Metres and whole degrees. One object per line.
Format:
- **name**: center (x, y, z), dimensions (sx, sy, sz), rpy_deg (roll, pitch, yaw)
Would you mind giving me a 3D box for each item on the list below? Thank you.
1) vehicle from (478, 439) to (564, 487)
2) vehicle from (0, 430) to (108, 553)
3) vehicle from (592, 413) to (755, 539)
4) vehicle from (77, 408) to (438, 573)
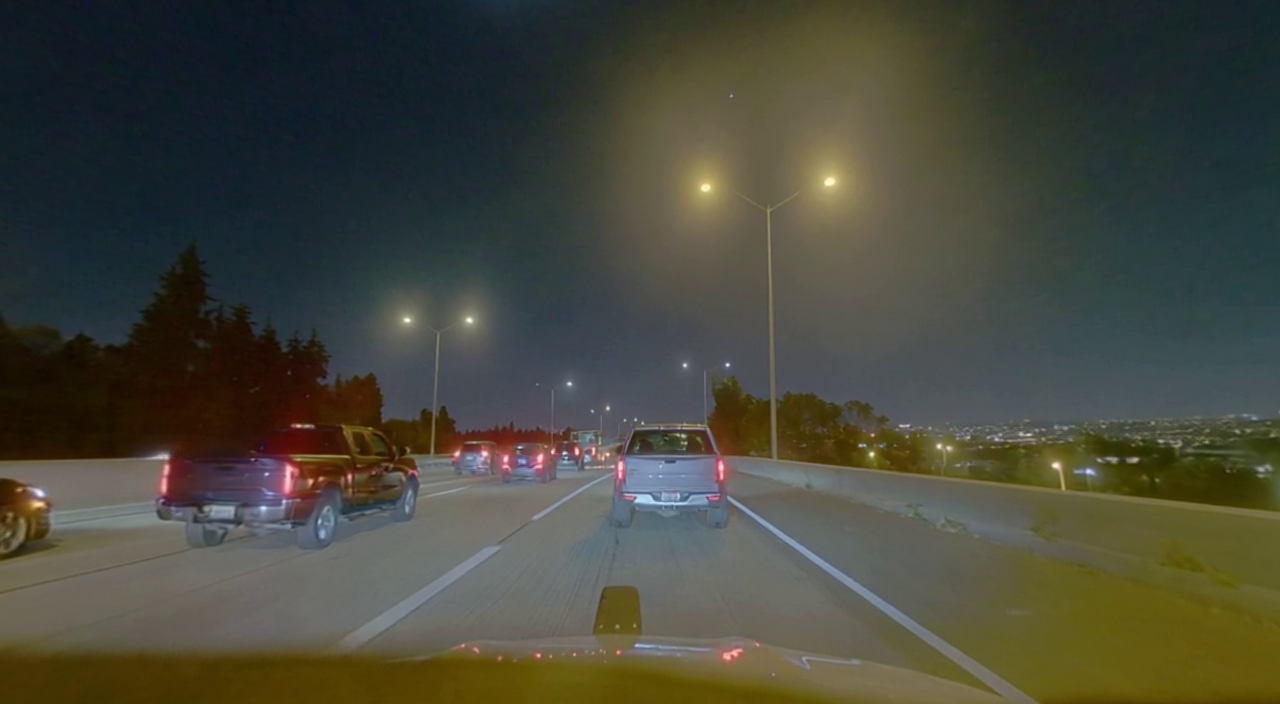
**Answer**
- **vehicle**: center (-3.943, 3.741, 21.656), dimensions (1.868, 1.470, 4.105), rpy_deg (-1, -9, 4)
- **vehicle**: center (-8.917, 1.618, 7.067), dimensions (1.892, 1.498, 4.417), rpy_deg (-1, -9, 3)
- **vehicle**: center (0.520, 2.050, 10.983), dimensions (2.235, 1.716, 4.435), rpy_deg (-1, -9, 2)
- **vehicle**: center (-4.730, 1.775, 8.836), dimensions (2.076, 1.688, 4.334), rpy_deg (-1, -9, 5)
